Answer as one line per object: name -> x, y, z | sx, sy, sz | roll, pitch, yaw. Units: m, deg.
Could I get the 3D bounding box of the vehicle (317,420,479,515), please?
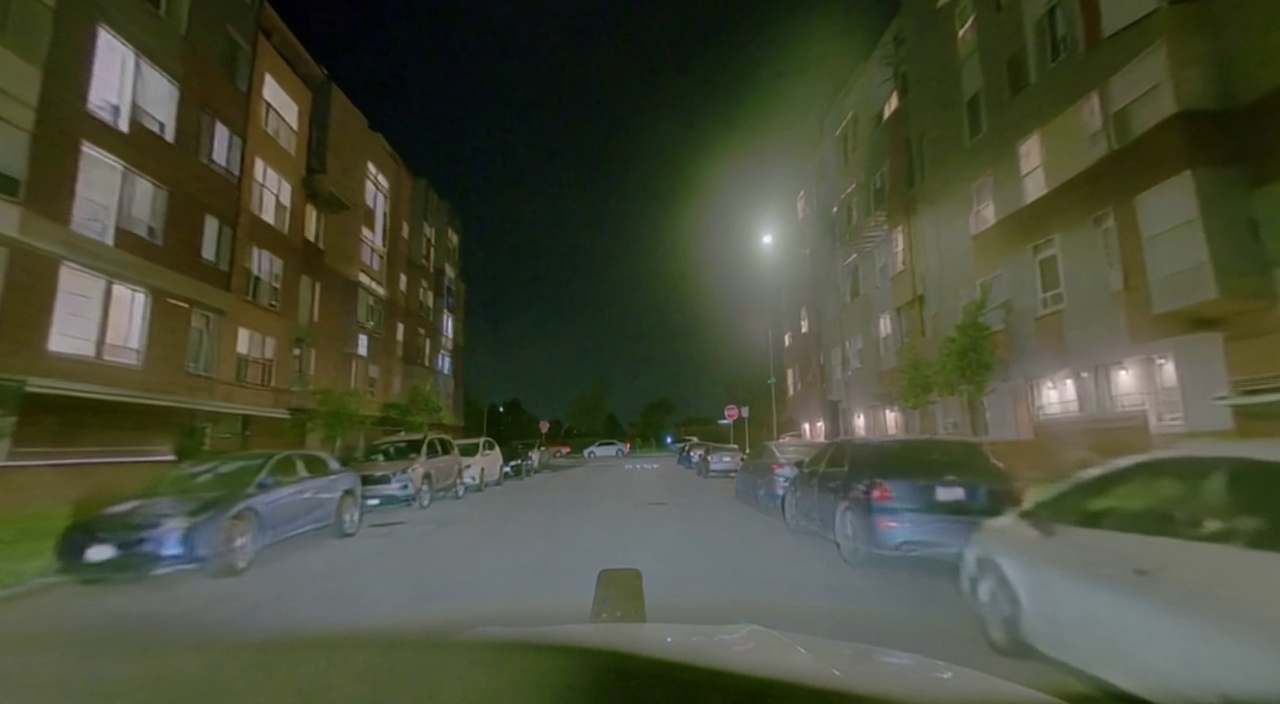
vehicle -> -5.584, 2.705, 15.394 | 2.216, 1.953, 4.553 | 0, -8, -2

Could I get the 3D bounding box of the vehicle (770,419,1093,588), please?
vehicle -> 3.202, 1.731, 8.135 | 2.099, 1.585, 4.208 | 0, -8, -1

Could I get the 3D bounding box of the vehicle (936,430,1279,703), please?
vehicle -> 3.364, 1.111, 3.063 | 1.835, 1.420, 4.186 | 0, -8, 0

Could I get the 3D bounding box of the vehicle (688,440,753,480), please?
vehicle -> 3.201, 4.370, 25.966 | 1.919, 1.490, 4.339 | 1, -8, -2

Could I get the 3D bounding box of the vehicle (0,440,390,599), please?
vehicle -> -5.403, 1.955, 8.580 | 2.119, 1.500, 4.953 | 0, -8, -2
